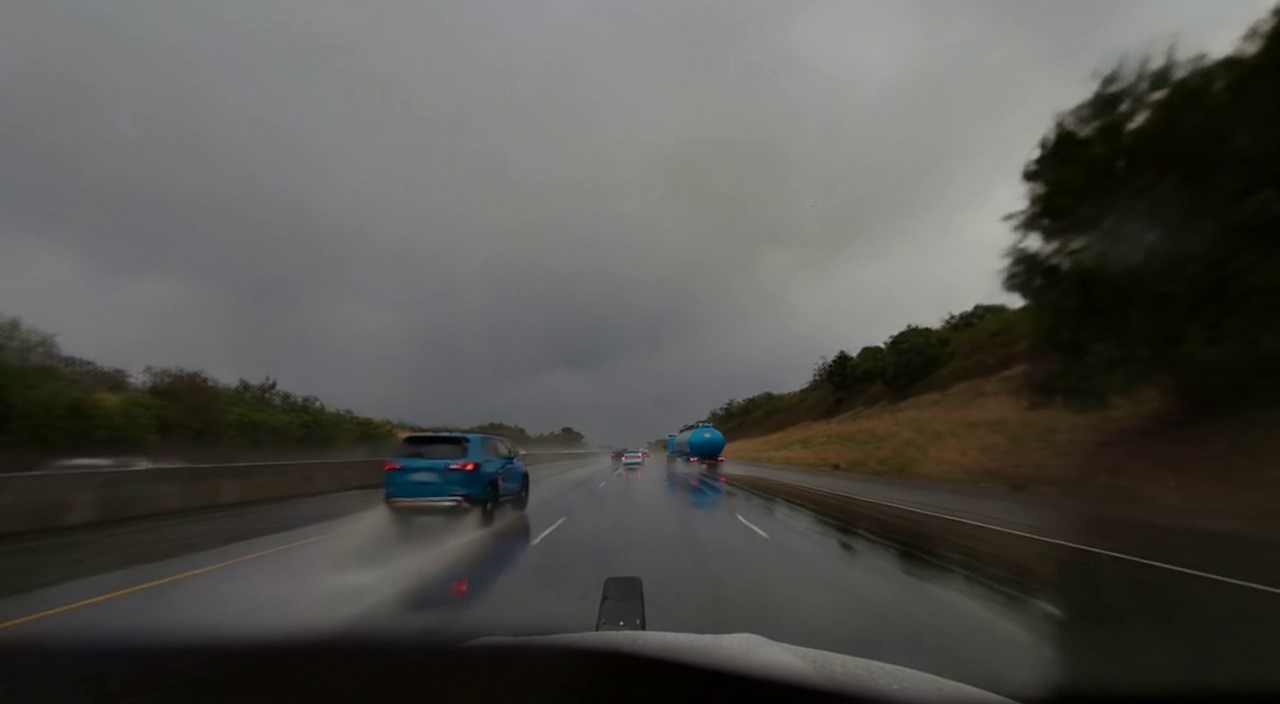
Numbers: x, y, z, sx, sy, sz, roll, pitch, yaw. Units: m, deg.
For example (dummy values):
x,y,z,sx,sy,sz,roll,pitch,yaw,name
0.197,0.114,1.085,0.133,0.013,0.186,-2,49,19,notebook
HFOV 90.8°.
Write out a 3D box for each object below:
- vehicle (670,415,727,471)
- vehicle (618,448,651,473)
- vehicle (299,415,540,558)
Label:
x,y,z,sx,sy,sz,roll,pitch,yaw,name
4.130,6.978,48.096,2.889,3.606,13.832,0,-9,-1,vehicle
-0.332,7.005,40.921,2.013,1.498,3.908,0,-9,0,vehicle
-3.196,2.079,10.468,2.258,1.805,4.665,0,-9,1,vehicle
